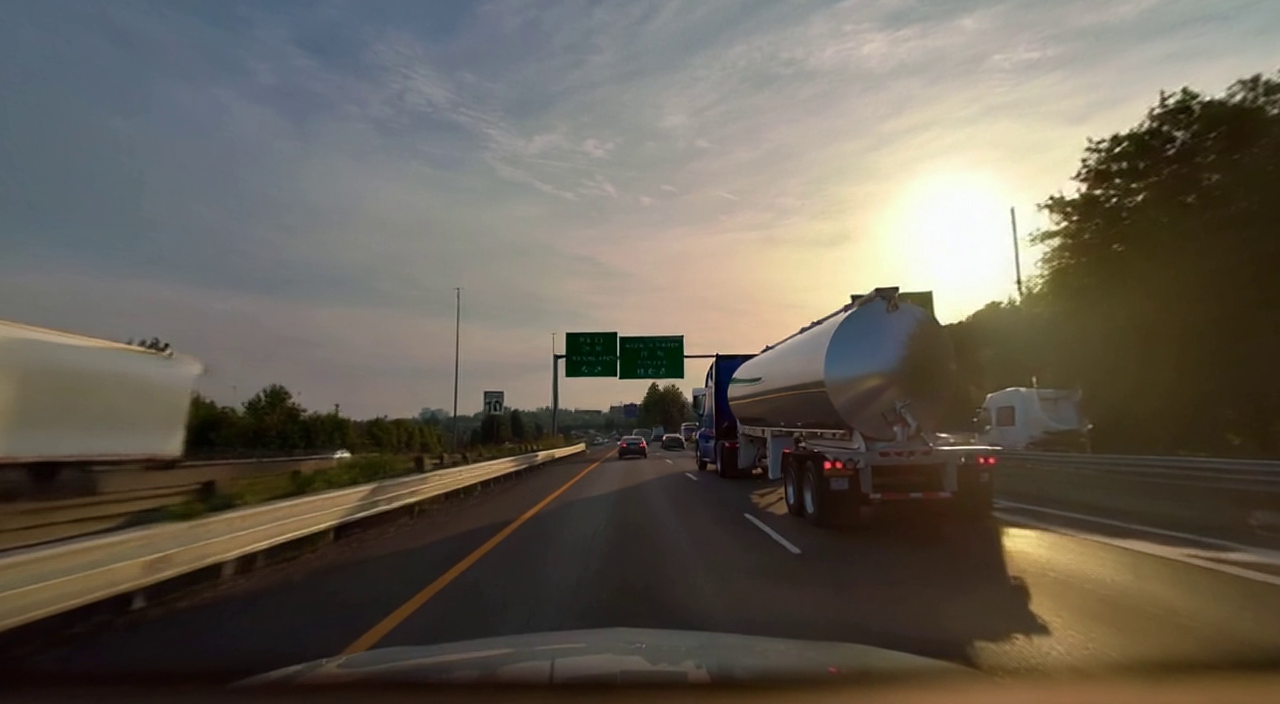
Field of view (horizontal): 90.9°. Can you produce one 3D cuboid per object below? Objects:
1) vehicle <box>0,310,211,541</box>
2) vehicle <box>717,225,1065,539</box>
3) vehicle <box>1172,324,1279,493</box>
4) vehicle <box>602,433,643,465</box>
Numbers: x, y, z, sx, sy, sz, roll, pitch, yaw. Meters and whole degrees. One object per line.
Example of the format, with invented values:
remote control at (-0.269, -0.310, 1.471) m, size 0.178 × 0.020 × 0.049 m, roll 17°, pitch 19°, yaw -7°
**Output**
vehicle at (-12.905, 1.105, 9.727) m, size 2.895 × 4.123 × 14.208 m, roll 0°, pitch -8°, yaw -1°
vehicle at (3.622, 0.934, 12.425) m, size 2.826 × 3.905 × 9.262 m, roll 0°, pitch -8°, yaw -1°
vehicle at (17.258, 1.127, 13.529) m, size 2.722 × 4.038 × 8.781 m, roll 2°, pitch -8°, yaw -12°
vehicle at (-0.864, 4.970, 32.455) m, size 2.000 × 1.510 × 3.518 m, roll 0°, pitch -8°, yaw -1°
